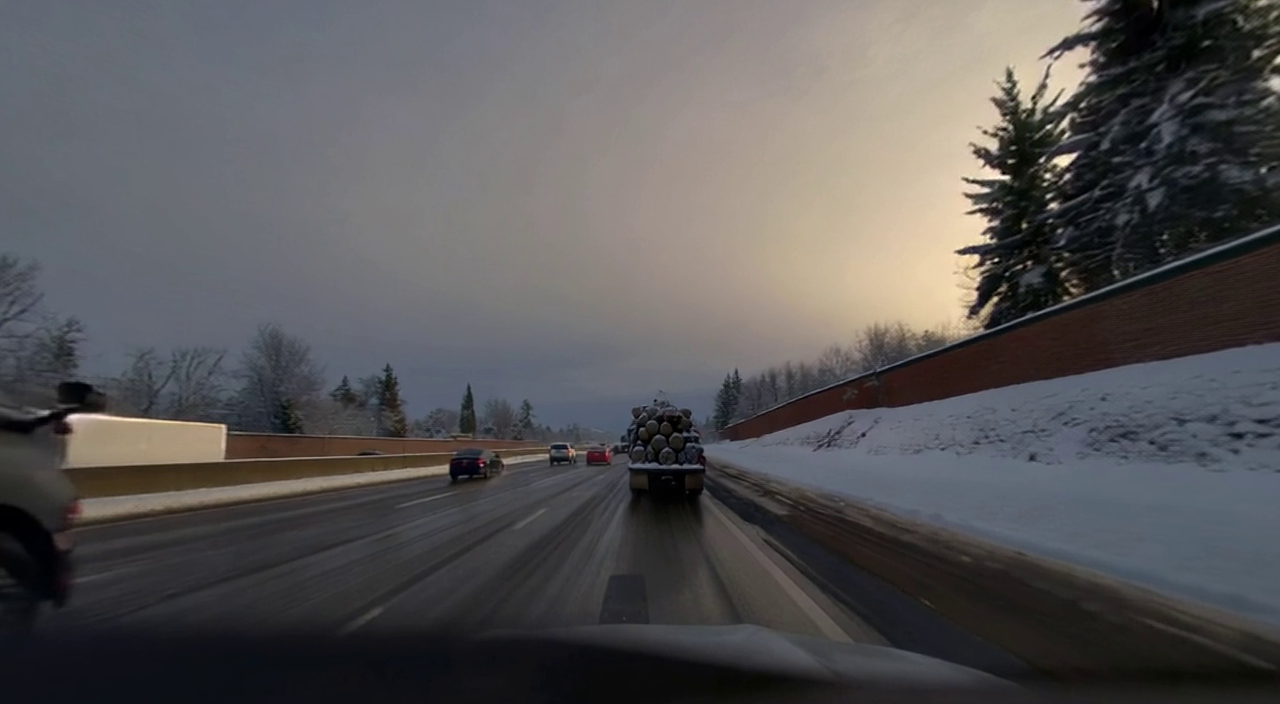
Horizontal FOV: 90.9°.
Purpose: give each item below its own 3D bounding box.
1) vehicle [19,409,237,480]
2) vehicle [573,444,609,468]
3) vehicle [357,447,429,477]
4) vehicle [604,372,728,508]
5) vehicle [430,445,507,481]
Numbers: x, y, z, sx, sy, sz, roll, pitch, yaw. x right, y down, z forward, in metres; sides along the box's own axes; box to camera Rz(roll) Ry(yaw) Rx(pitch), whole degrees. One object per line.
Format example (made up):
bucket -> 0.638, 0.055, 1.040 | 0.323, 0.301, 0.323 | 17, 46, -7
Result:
vehicle -> -29.914, 5.590, 38.212 | 2.724, 3.582, 12.661 | 0, -8, -1
vehicle -> -3.302, 7.038, 42.950 | 1.974, 1.475, 4.538 | 0, -8, 1
vehicle -> -12.940, 5.753, 33.328 | 1.908, 1.473, 4.552 | 0, -8, 1
vehicle -> 0.444, 2.592, 18.560 | 2.798, 3.071, 8.412 | 0, -8, -2
vehicle -> -7.553, 4.911, 28.323 | 2.006, 1.458, 4.700 | 0, -8, 2
